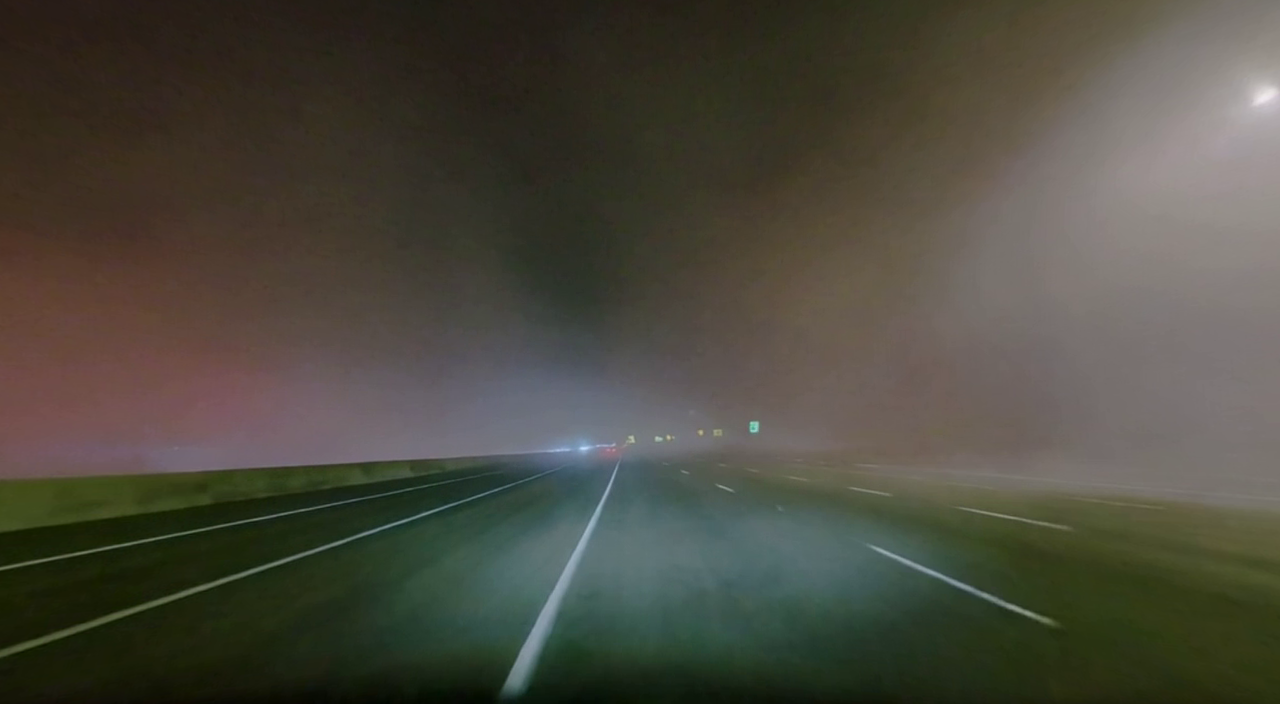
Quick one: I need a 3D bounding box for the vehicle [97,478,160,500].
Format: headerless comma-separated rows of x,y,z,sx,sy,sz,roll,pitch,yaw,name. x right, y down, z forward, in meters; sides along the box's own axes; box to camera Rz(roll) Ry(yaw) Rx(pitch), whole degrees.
-39.132,10.460,48.358,1.728,1.413,3.694,0,-8,-1,vehicle
